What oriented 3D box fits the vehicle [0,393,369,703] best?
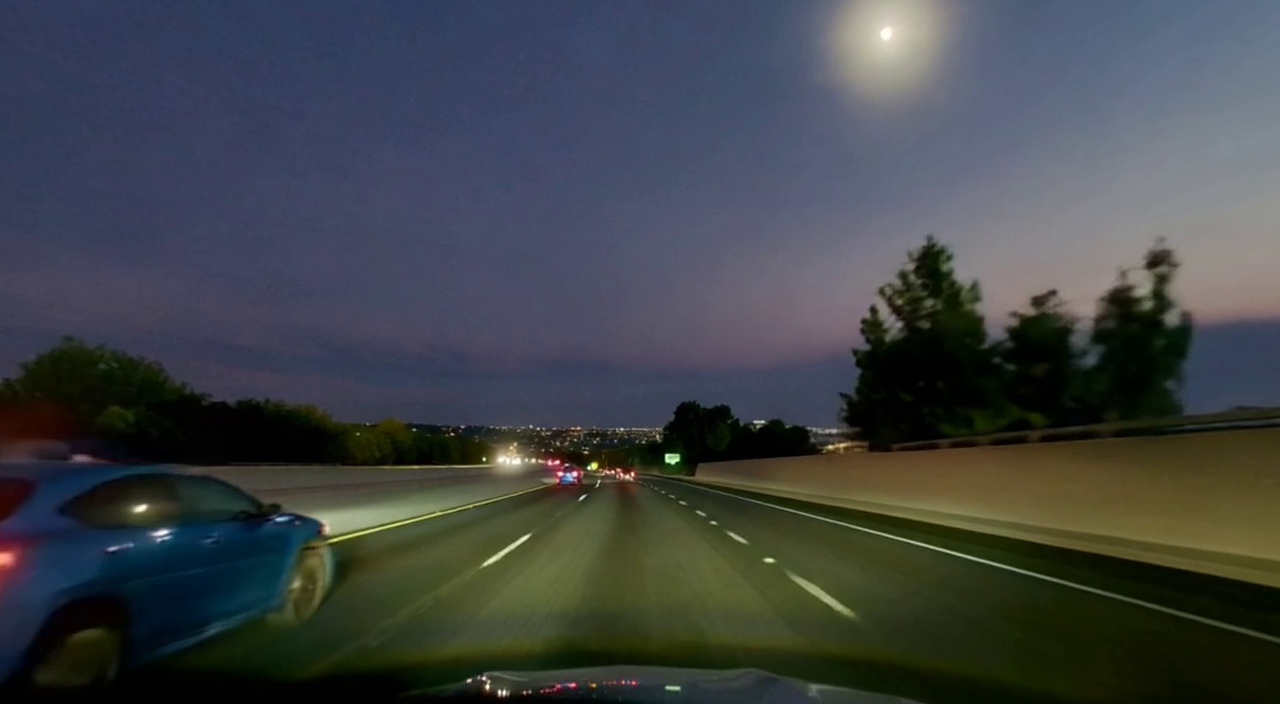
[{"bbox_3d":[-3.786,1.121,3.503,2.328,1.559,5.041,1,-11,0],"label":"vehicle"}]

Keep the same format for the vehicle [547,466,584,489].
[{"bbox_3d":[-5.260,8.961,45.200,2.310,1.521,4.731,1,-11,-3],"label":"vehicle"}]
